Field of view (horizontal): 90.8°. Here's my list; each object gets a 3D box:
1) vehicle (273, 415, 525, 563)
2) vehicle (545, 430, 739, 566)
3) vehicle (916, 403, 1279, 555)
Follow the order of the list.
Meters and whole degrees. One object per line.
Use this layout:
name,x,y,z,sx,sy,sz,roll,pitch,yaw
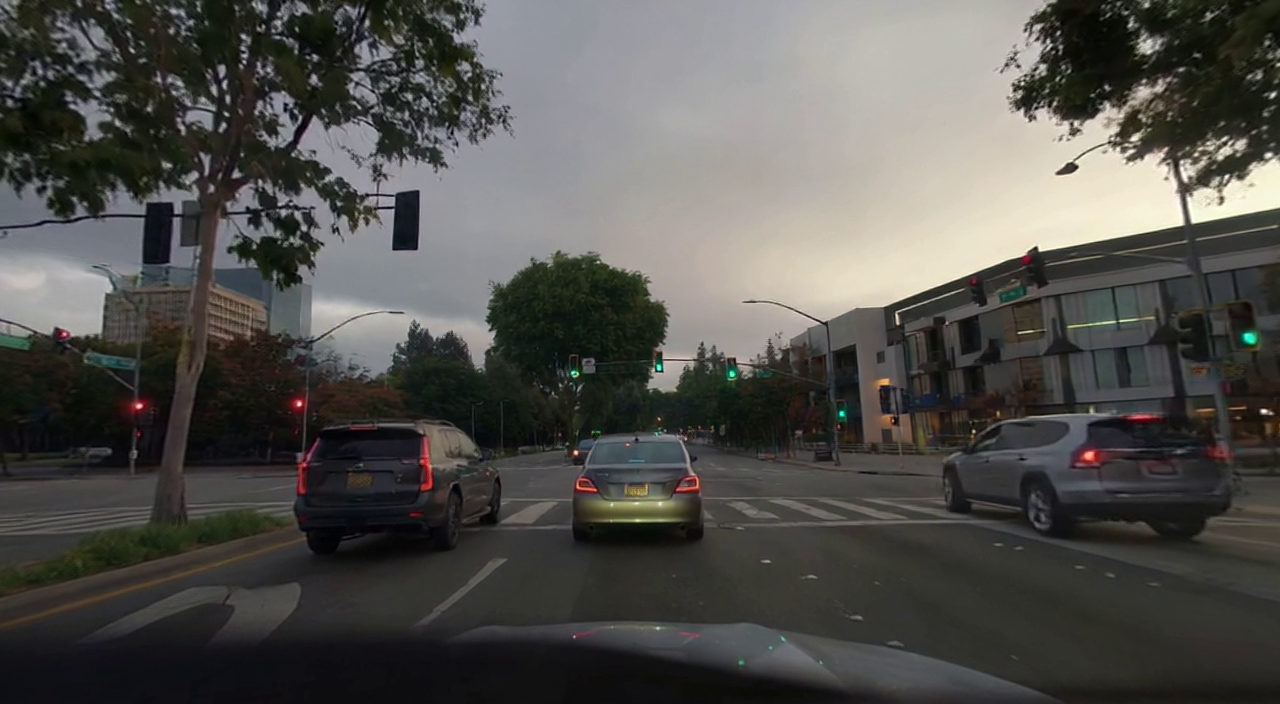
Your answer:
vehicle,-3.220,1.928,9.657,2.081,1.719,4.434,0,-8,0
vehicle,0.031,1.943,9.154,2.190,1.522,3.850,0,-8,0
vehicle,6.766,1.929,10.354,2.079,1.828,5.323,0,-8,0
